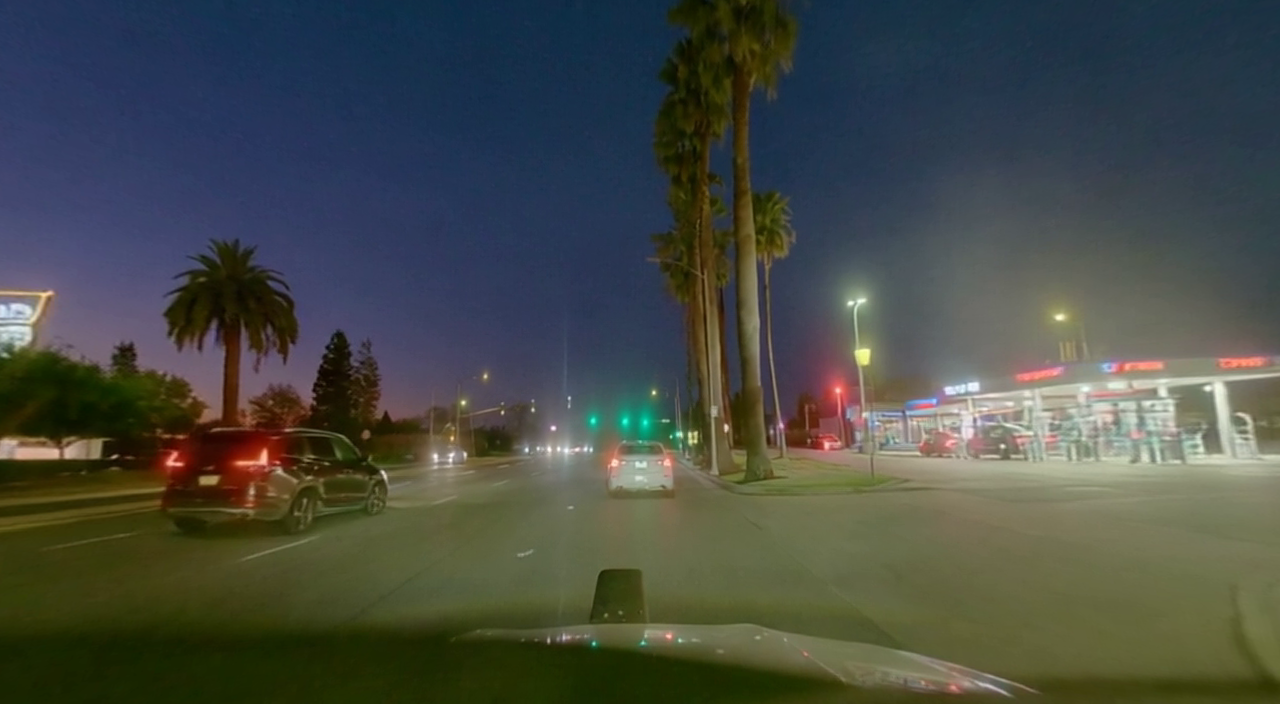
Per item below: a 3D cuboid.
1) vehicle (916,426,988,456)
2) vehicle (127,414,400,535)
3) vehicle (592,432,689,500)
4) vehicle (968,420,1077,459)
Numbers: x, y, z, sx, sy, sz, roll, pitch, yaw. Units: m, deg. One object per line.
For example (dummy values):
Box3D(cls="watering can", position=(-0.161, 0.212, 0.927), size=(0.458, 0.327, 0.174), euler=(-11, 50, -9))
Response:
Box3D(cls="vehicle", position=(16.911, 4.890, 34.286), size=(1.902, 1.502, 4.395), euler=(0, -9, 3))
Box3D(cls="vehicle", position=(-6.196, 2.072, 11.165), size=(2.057, 1.705, 4.394), euler=(0, -9, 1))
Box3D(cls="vehicle", position=(0.043, 2.862, 16.124), size=(2.145, 1.483, 4.453), euler=(0, -9, 1))
Box3D(cls="vehicle", position=(17.074, 3.976, 28.336), size=(2.009, 1.630, 4.436), euler=(0, -9, -2))
